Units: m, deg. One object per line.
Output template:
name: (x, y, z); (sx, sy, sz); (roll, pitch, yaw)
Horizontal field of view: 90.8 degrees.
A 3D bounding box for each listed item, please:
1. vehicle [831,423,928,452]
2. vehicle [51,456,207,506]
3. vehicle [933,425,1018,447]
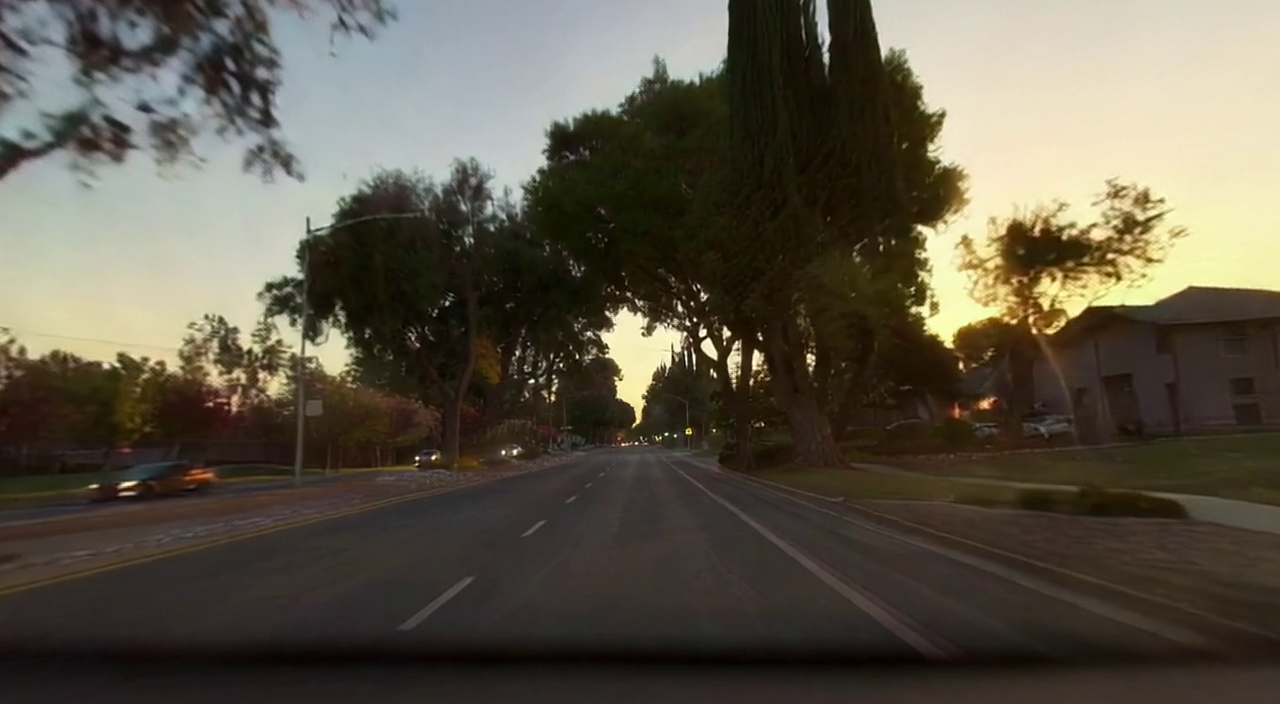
vehicle: (16.447, 5.918, 43.541); (5.702, 1.899, 2.294); (0, -8, 0)
vehicle: (-18.361, 4.627, 23.046); (1.846, 1.515, 4.538); (0, -8, 1)
vehicle: (23.107, 5.830, 43.650); (4.761, 1.457, 1.894); (0, -9, 1)
